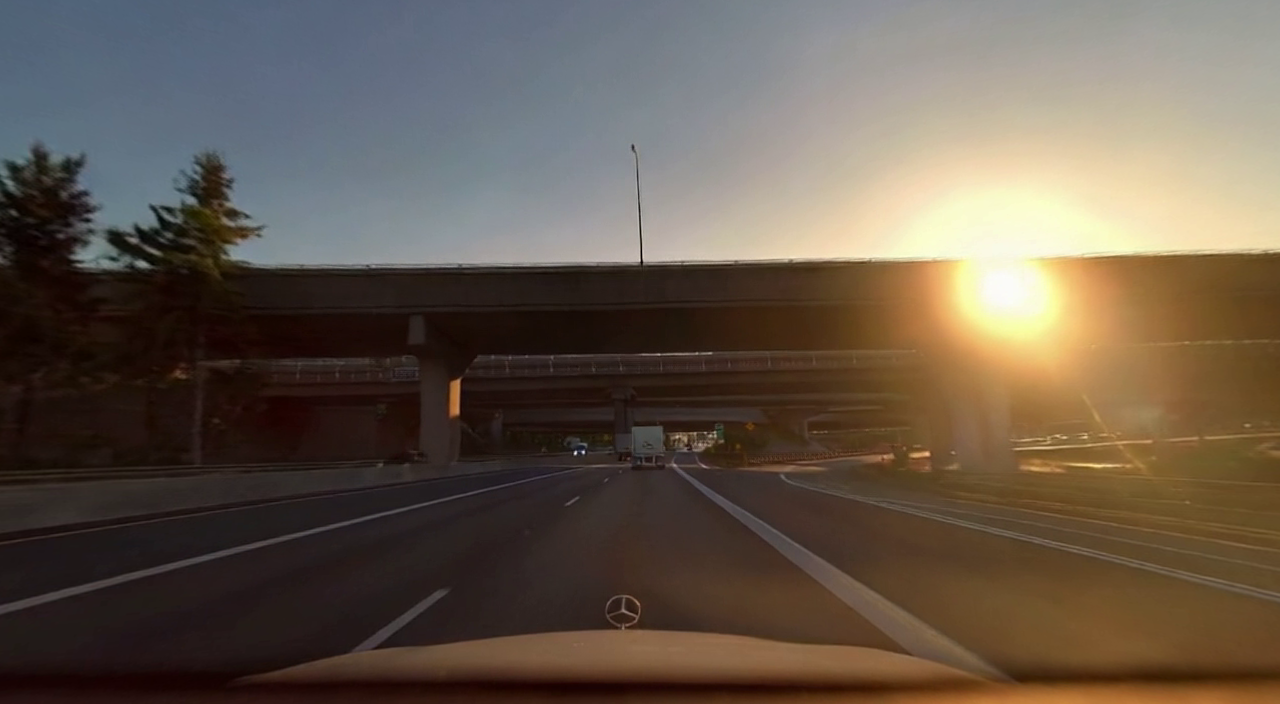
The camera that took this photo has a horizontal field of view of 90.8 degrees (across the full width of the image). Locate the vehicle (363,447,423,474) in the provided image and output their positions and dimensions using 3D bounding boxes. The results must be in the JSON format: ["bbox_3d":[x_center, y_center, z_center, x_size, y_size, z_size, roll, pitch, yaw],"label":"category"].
[{"bbox_3d":[-15.749,6.959,40.432,1.895,1.607,4.412,-1,-9,2],"label":"vehicle"}]
